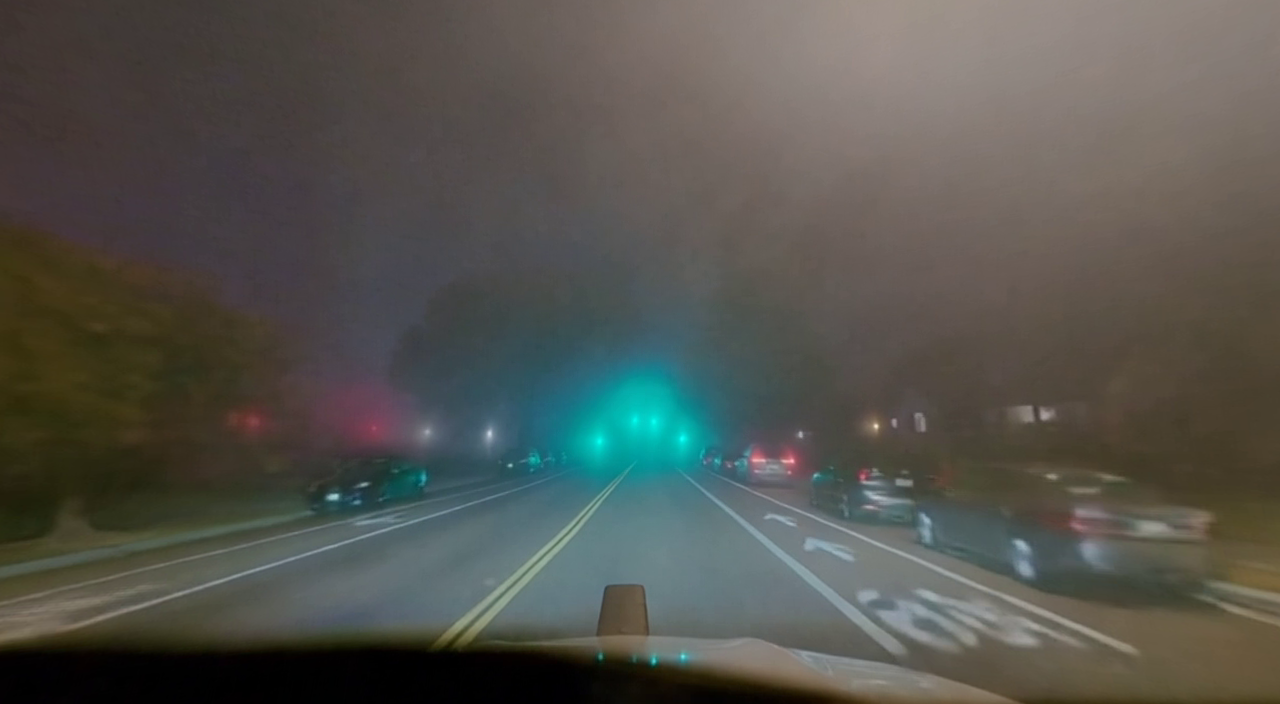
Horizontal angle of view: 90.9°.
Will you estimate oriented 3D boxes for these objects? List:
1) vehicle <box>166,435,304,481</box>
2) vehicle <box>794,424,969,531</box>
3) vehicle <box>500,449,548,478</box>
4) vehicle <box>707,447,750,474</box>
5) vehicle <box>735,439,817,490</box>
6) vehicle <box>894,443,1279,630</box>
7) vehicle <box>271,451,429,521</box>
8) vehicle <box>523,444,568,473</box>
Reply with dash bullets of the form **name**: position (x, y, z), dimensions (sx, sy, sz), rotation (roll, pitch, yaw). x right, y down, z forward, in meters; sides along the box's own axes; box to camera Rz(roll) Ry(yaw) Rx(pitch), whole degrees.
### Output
- **vehicle**: position (-18.071, 4.704, 28.235), dimensions (4.886, 1.936, 2.108), rotation (-1, -8, 8)
- **vehicle**: position (4.741, 2.504, 13.241), dimensions (2.089, 1.831, 4.492), rotation (-1, -8, 3)
- **vehicle**: position (-6.932, 6.709, 38.180), dimensions (1.971, 1.479, 4.307), rotation (-1, -8, 2)
- **vehicle**: position (5.155, 6.395, 37.386), dimensions (2.048, 1.469, 4.673), rotation (0, -8, 2)
- **vehicle**: position (5.042, 4.237, 24.117), dimensions (2.137, 1.747, 4.797), rotation (0, -8, 1)
- **vehicle**: position (4.699, 1.788, 7.248), dimensions (1.704, 1.445, 4.492), rotation (0, -8, 0)
- **vehicle**: position (-7.211, 3.348, 16.314), dimensions (1.903, 1.463, 4.526), rotation (-1, -8, 1)
- **vehicle**: position (-6.504, 7.401, 44.018), dimensions (2.218, 1.807, 5.032), rotation (-2, -8, 2)
